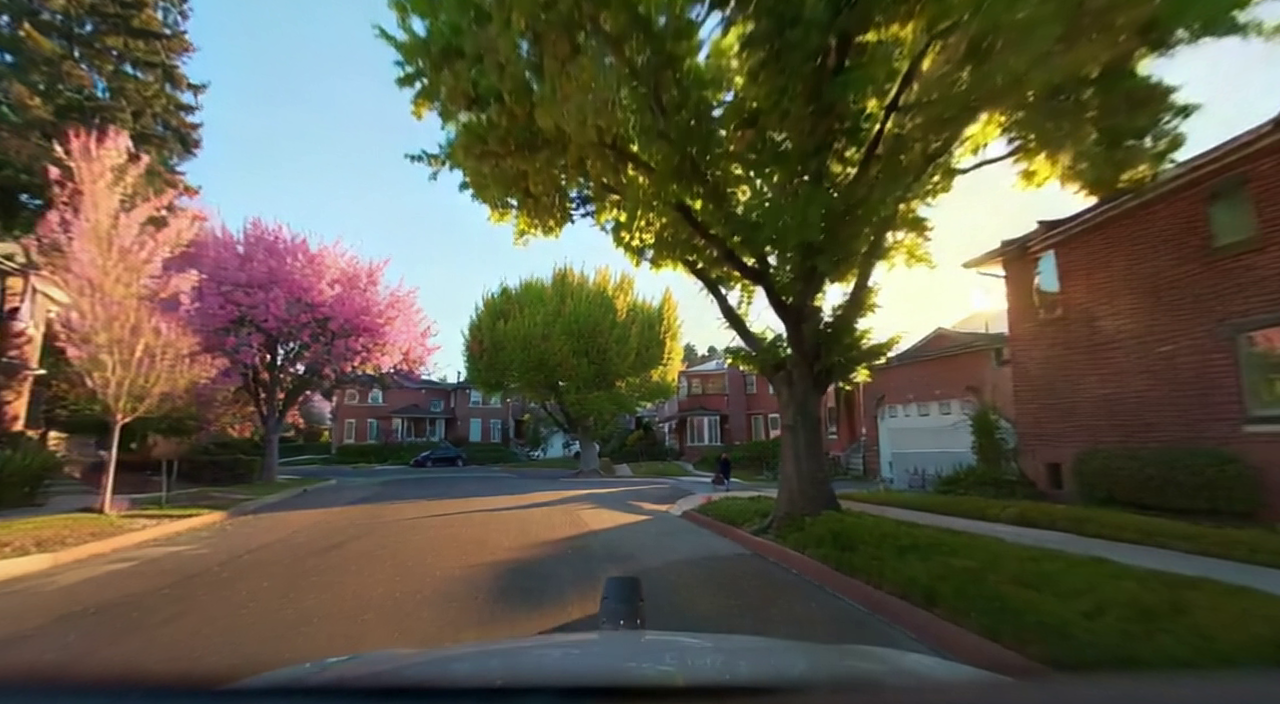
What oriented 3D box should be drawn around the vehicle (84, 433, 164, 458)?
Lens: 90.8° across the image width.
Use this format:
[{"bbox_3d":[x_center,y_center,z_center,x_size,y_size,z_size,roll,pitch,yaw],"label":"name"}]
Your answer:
[{"bbox_3d":[-37.931,6.873,46.458,4.237,1.728,2.203,-1,-9,12],"label":"vehicle"}]
